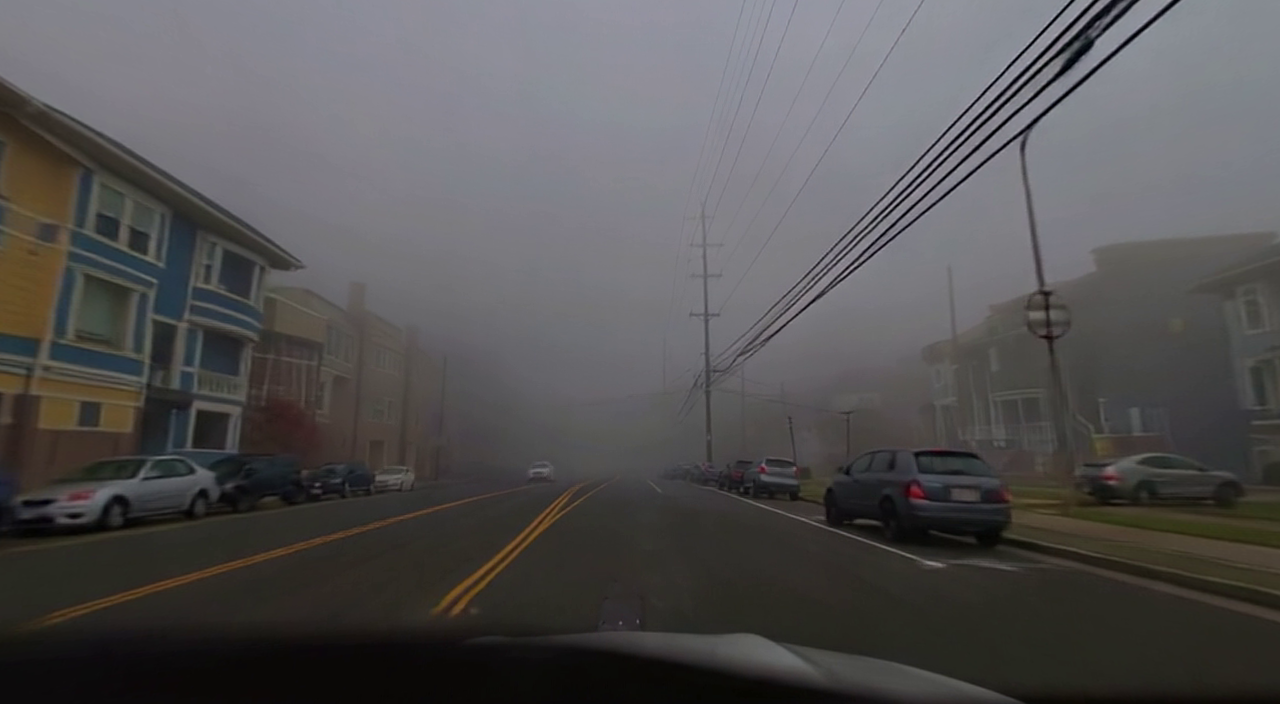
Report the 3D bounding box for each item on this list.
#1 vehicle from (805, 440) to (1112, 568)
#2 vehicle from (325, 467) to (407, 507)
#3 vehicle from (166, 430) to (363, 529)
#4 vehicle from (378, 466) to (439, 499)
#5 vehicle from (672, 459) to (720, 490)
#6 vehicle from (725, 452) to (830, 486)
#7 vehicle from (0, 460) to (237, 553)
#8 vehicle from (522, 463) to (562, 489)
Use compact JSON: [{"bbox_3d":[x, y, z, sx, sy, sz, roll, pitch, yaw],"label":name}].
[{"bbox_3d":[4.486,2.196,10.056,2.059,1.502,4.824,1,-9,-5],"label":"vehicle"},{"bbox_3d":[-11.551,5.700,26.962,1.742,1.415,4.566,1,-9,-4],"label":"vehicle"},{"bbox_3d":[-11.112,3.782,19.547,2.687,2.491,5.936,-1,-9,-3],"label":"vehicle"},{"bbox_3d":[-11.877,6.697,32.690,1.936,1.516,3.647,1,-9,-4],"label":"vehicle"},{"bbox_3d":[3.051,6.814,35.413,1.917,1.434,4.733,-1,-9,-4],"label":"vehicle"},{"bbox_3d":[8.554,7.252,39.546,5.925,1.898,2.475,-5,-10,32],"label":"vehicle"},{"bbox_3d":[-10.849,3.140,13.526,1.826,1.455,4.475,-2,-9,-5],"label":"vehicle"},{"bbox_3d":[-6.359,8.075,41.411,2.205,1.480,4.366,0,-9,-3],"label":"vehicle"}]
